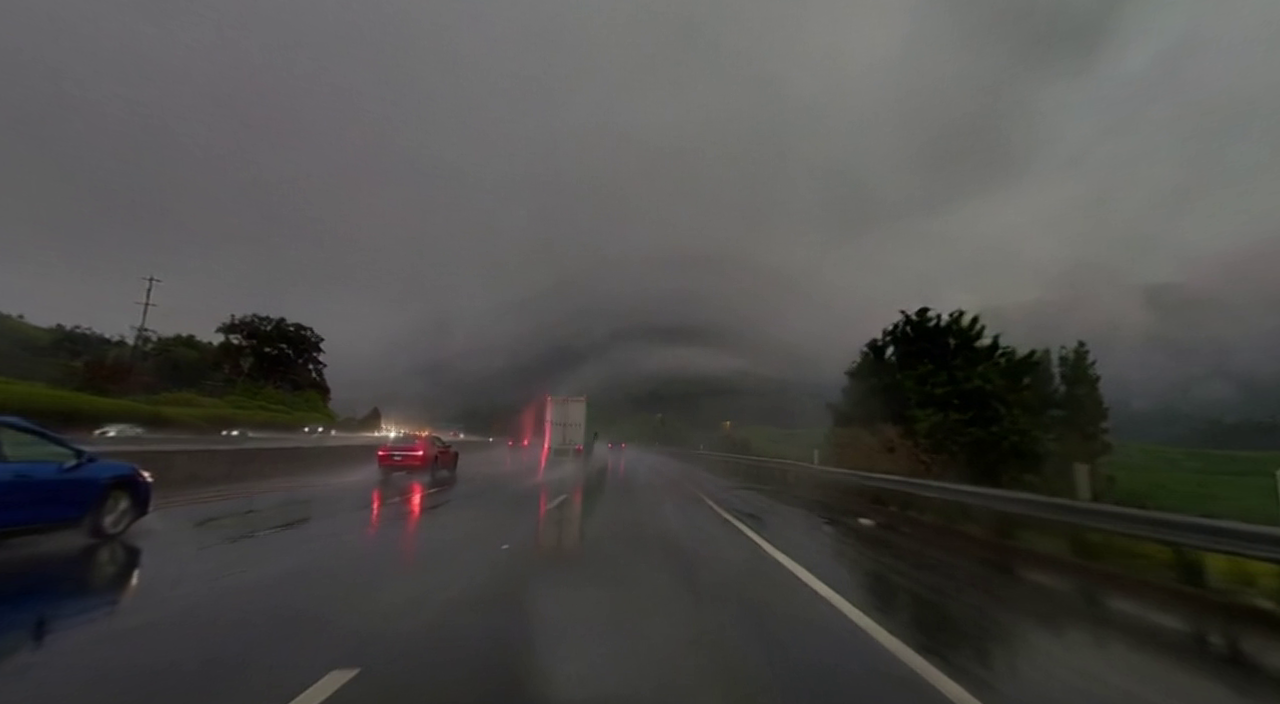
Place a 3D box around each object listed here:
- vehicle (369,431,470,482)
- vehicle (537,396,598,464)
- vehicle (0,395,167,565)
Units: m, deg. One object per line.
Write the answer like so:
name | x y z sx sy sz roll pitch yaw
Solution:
vehicle | -7.960 3.829 23.268 2.099 1.644 4.638 1 -9 -1
vehicle | -4.776 5.681 44.464 2.880 4.025 14.064 1 -9 -1
vehicle | -7.678 1.328 6.599 2.081 1.740 4.268 1 -9 0
